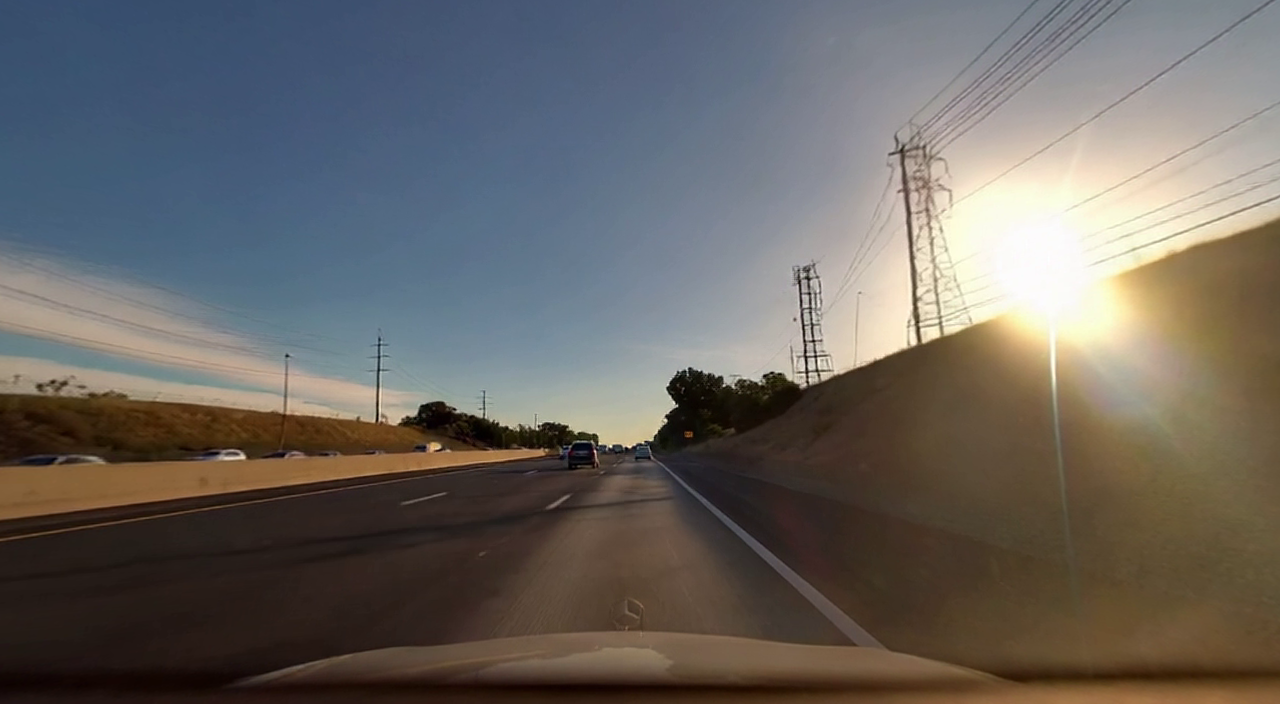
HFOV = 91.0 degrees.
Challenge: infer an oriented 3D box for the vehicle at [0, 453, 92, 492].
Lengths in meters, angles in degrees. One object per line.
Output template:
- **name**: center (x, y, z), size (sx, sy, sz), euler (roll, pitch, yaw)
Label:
- **vehicle**: center (-28.242, 5.474, 29.023), size (1.912, 1.626, 4.344), euler (0, -9, 1)

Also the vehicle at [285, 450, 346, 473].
- **vehicle**: center (-23.913, 8.048, 46.565), size (1.989, 1.546, 4.558), euler (0, -9, 1)

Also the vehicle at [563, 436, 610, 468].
- **vehicle**: center (-3.472, 6.670, 42.127), size (2.577, 1.939, 5.408), euler (0, -9, 1)

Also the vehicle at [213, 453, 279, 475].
- **vehicle**: center (-28.312, 8.067, 45.411), size (1.847, 1.477, 4.428), euler (0, -9, 1)
